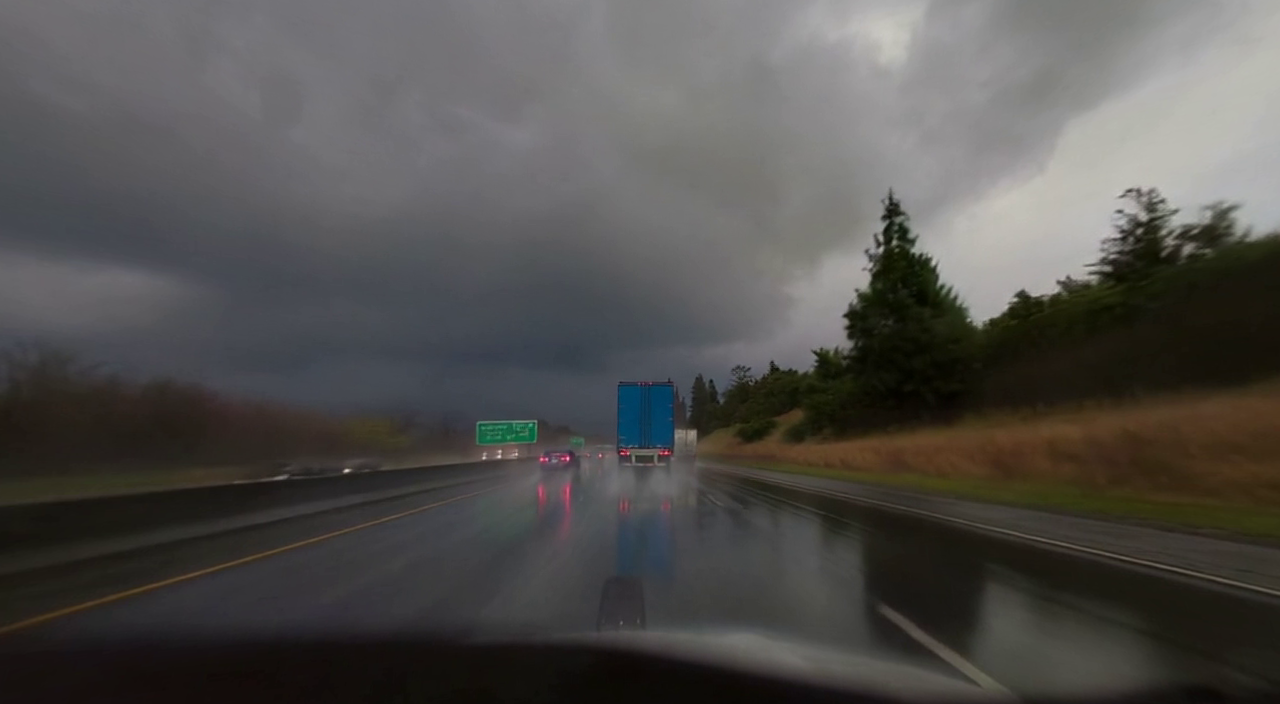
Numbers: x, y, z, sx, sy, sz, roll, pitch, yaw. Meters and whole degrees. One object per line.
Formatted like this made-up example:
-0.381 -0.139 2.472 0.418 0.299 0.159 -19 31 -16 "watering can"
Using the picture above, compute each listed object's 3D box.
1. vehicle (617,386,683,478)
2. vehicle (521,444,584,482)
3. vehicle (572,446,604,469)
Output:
0.337 4.390 33.600 2.919 4.048 11.010 0 -9 -1 "vehicle"
-3.720 4.813 27.615 2.053 1.489 4.740 0 -9 0 "vehicle"
-3.799 7.746 46.461 2.051 1.537 4.111 0 -9 -1 "vehicle"
